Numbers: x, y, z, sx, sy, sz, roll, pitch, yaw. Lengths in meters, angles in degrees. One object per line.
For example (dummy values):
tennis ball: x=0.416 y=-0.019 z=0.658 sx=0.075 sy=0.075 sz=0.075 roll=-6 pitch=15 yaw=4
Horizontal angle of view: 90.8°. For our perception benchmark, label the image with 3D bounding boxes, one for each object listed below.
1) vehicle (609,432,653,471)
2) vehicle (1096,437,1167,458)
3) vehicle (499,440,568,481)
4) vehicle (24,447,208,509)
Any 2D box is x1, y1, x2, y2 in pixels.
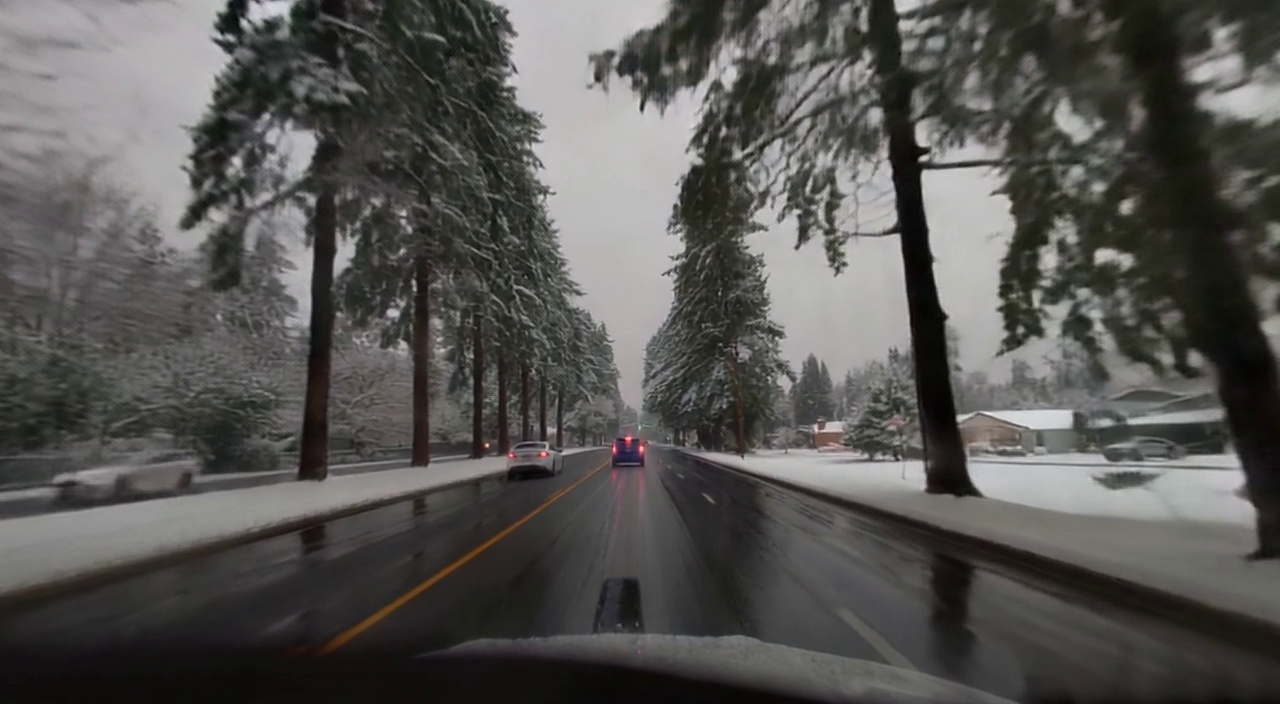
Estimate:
vehicle: x=-0.458 y=4.907 z=31.269 sx=2.018 sy=1.769 sz=3.897 roll=0 pitch=-8 yaw=-1
vehicle: x=33.583 y=6.540 z=43.181 sx=3.531 sy=1.422 sz=1.598 roll=1 pitch=-9 yaw=-5
vehicle: x=-4.086 y=4.221 z=24.873 sx=1.917 sy=1.448 sz=4.178 roll=0 pitch=-8 yaw=1
vehicle: x=-16.343 y=3.895 z=20.105 sx=1.896 sy=1.712 sz=4.523 roll=0 pitch=-8 yaw=0
